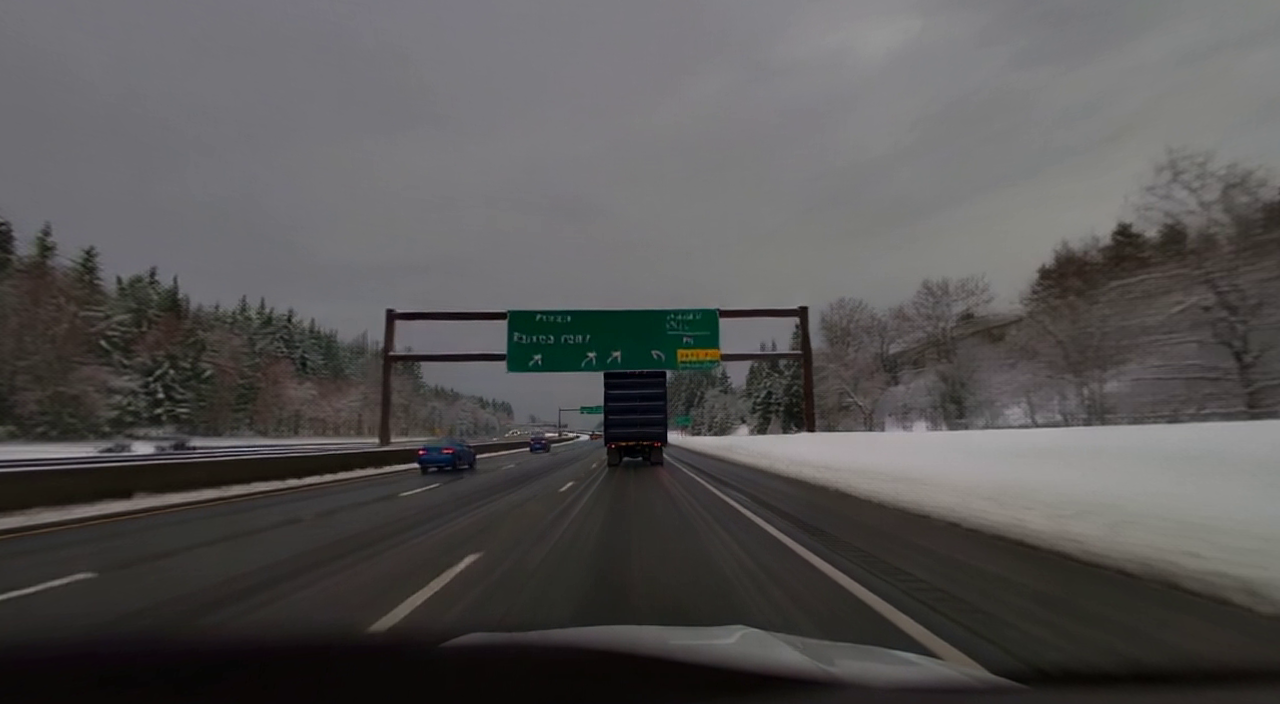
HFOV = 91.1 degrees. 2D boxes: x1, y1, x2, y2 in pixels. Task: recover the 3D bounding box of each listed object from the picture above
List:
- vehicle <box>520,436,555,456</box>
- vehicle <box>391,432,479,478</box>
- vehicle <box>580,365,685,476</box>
[{"bbox_3d":[-8.010,7.365,49.417,1.949,1.437,4.296,0,-8,0],"label":"vehicle"},{"bbox_3d":[-7.135,3.588,22.290,1.856,1.479,3.710,0,-8,0],"label":"vehicle"},{"bbox_3d":[-0.340,3.051,26.368,3.033,3.223,14.836,3,-8,-1],"label":"vehicle"}]
